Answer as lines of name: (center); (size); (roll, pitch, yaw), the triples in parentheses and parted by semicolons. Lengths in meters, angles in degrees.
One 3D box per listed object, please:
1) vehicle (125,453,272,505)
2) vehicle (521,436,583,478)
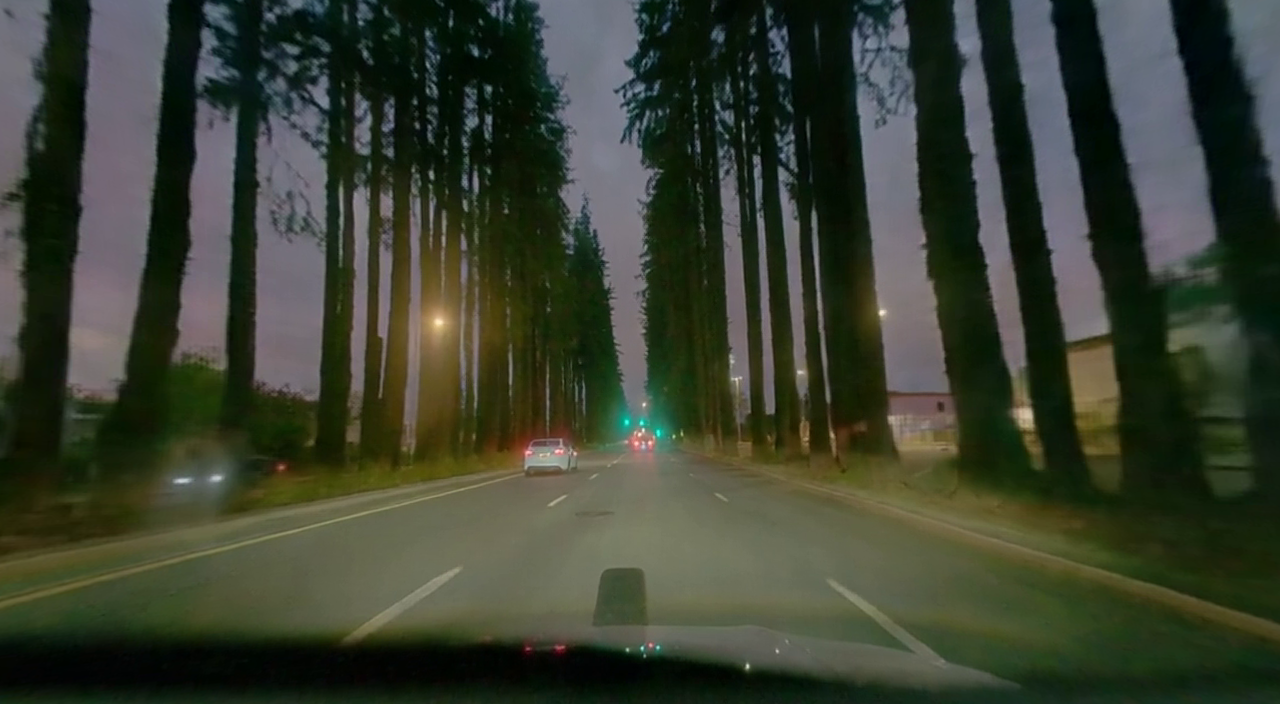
vehicle: (-16.011, 4.584, 23.226); (1.967, 1.581, 4.663); (-1, -8, 1)
vehicle: (-3.680, 4.482, 27.103); (1.914, 1.630, 4.351); (-1, -8, 2)
